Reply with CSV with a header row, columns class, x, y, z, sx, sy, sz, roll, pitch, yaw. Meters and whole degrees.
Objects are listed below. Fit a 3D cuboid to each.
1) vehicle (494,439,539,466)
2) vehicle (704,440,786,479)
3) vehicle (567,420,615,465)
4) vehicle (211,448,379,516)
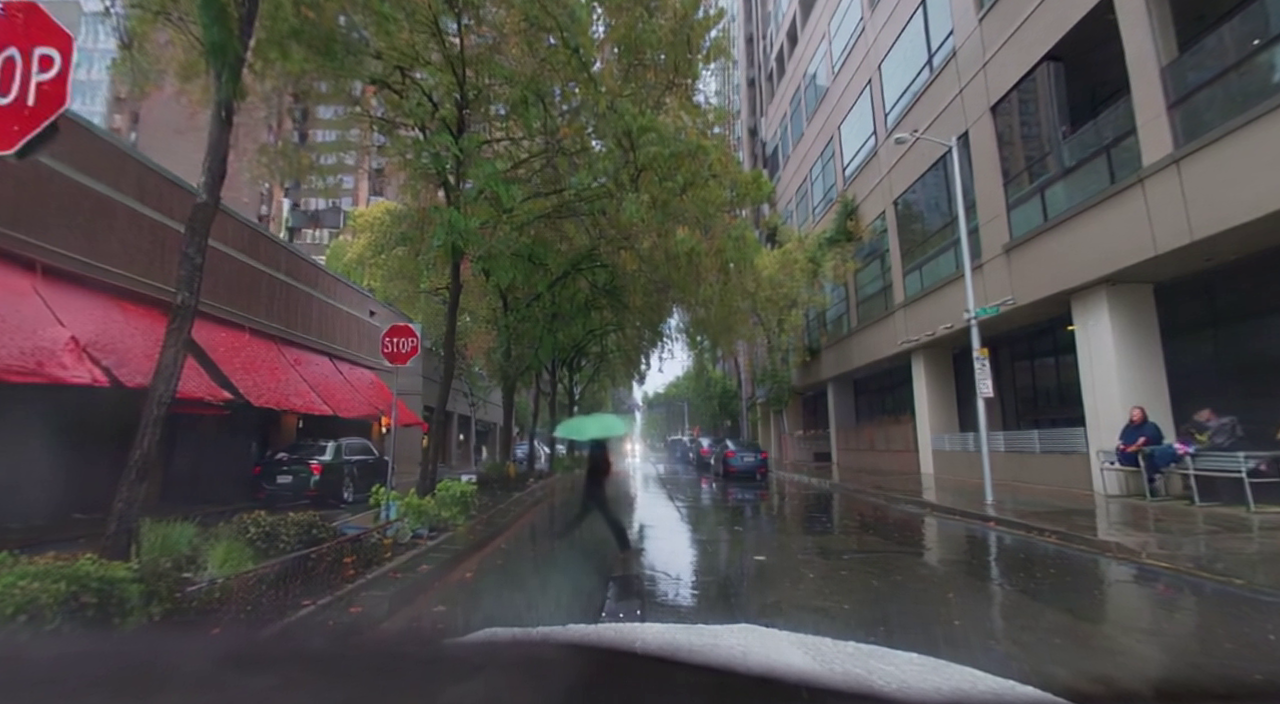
class,x,y,z,sx,sy,sz,roll,pitch,yaw
vehicle,-8.854,7.260,45.733,2.256,1.802,4.333,0,-8,2
vehicle,4.586,4.567,27.108,1.858,1.491,4.329,-5,-10,33
vehicle,-3.001,5.769,40.219,2.317,2.596,6.053,0,-8,3
vehicle,-8.798,3.307,16.644,2.007,1.503,4.343,0,-8,-1
